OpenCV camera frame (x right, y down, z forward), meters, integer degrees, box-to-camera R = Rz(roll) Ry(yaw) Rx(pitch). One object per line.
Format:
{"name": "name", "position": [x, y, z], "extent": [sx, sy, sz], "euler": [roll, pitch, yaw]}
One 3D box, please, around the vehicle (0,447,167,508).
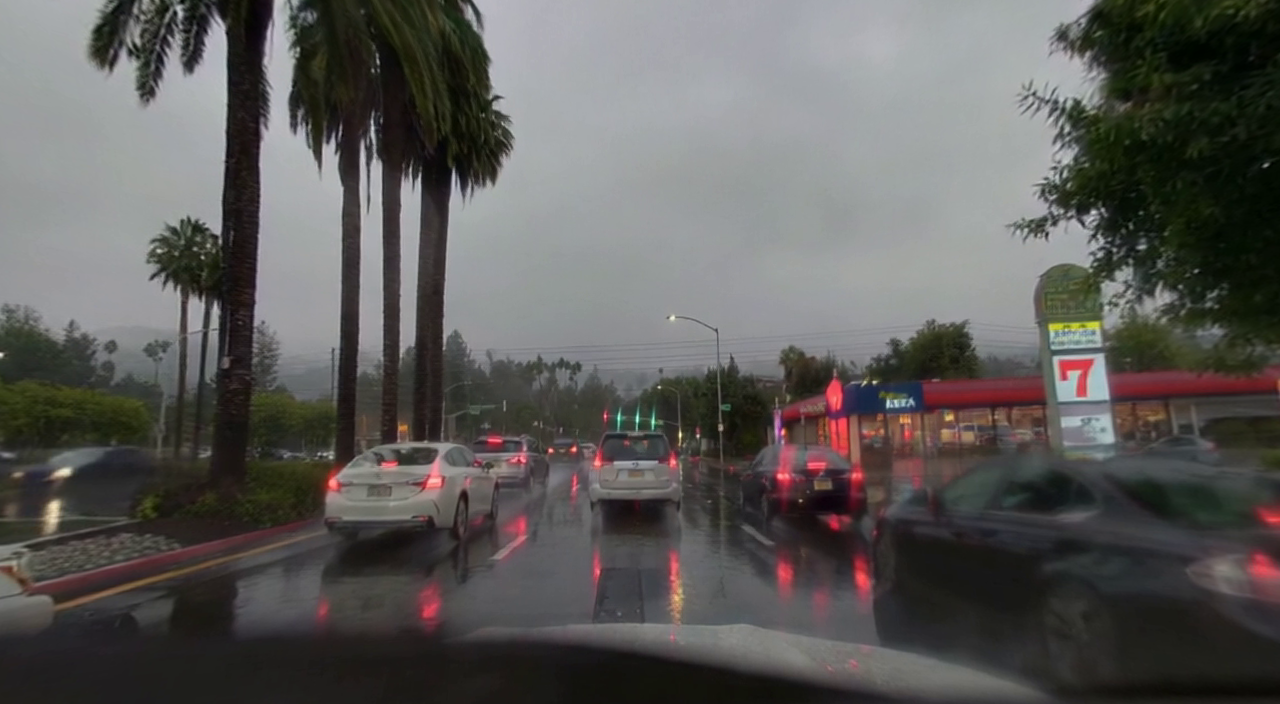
{"name": "vehicle", "position": [-16.166, 3.480, 18.008], "extent": [1.813, 1.480, 4.486], "euler": [0, -8, -1]}

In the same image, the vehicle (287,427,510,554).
{"name": "vehicle", "position": [-3.328, 1.970, 9.708], "extent": [1.864, 1.505, 4.202], "euler": [0, -8, -2]}

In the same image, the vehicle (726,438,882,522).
{"name": "vehicle", "position": [3.272, 2.631, 13.633], "extent": [1.977, 1.480, 4.589], "euler": [0, -8, -2]}

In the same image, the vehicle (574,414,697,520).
{"name": "vehicle", "position": [-0.114, 2.346, 13.307], "extent": [2.164, 1.867, 4.254], "euler": [0, -8, -1]}

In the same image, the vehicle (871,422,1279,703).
{"name": "vehicle", "position": [3.585, 1.350, 4.878], "extent": [1.867, 1.448, 4.436], "euler": [0, -8, 0]}
